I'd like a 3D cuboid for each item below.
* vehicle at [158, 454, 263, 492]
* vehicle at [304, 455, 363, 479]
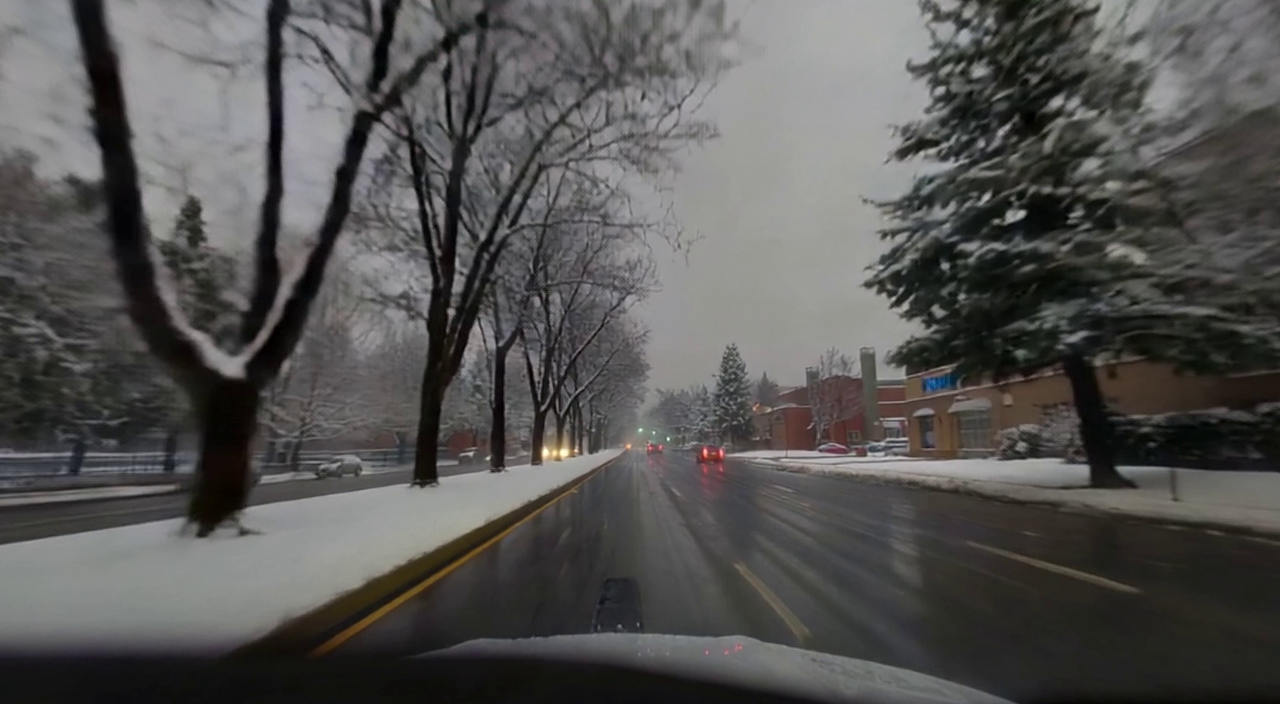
[{"bbox_3d":[-21.977,6.173,32.571,1.922,1.738,4.556,-1,-9,5],"label":"vehicle"},{"bbox_3d":[-21.414,8.049,44.398,1.847,1.454,4.413,-1,-9,1],"label":"vehicle"}]
